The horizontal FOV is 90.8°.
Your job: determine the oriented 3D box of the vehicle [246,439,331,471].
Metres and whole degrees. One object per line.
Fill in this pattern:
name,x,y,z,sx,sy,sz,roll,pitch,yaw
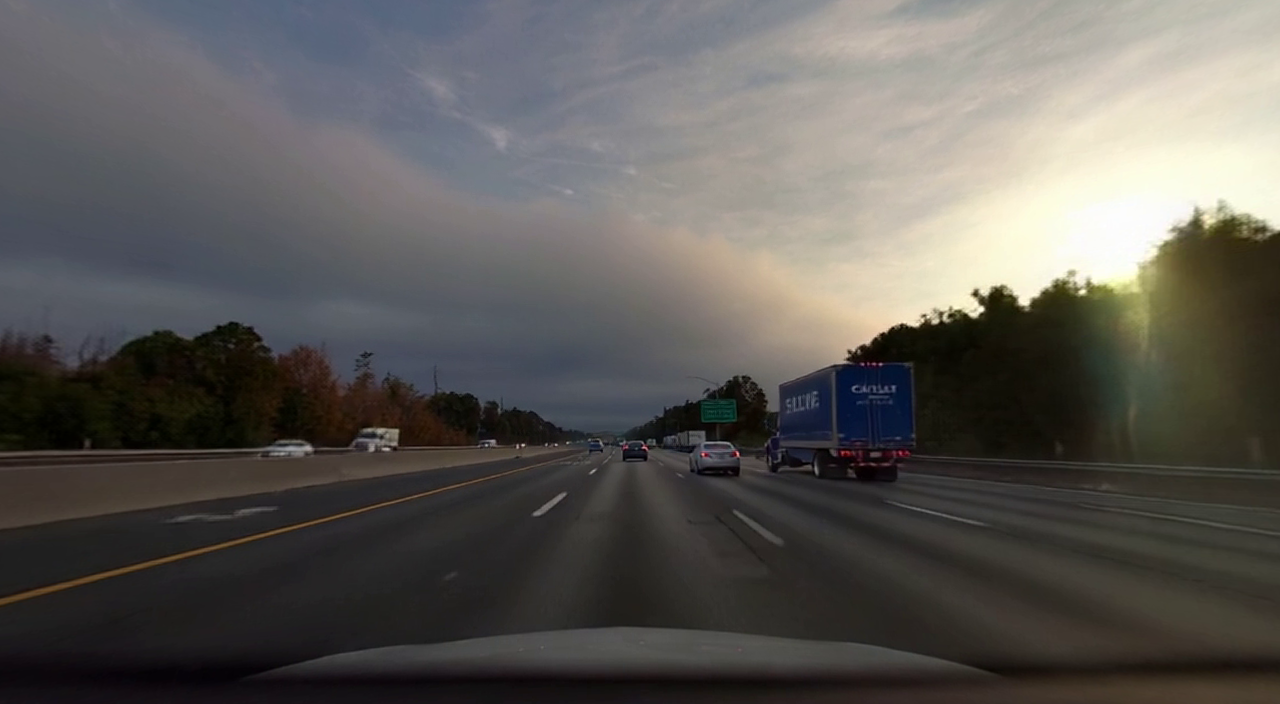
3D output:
vehicle,-17.807,5.229,32.281,1.835,1.470,4.460,0,-9,-1

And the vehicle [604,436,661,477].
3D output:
vehicle,-0.330,4.110,25.044,2.098,1.475,3.997,0,-9,-2

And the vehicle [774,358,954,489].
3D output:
vehicle,7.225,2.635,22.139,2.799,3.655,8.627,0,-9,-2

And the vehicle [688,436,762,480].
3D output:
vehicle,3.110,4.006,24.156,1.993,1.504,4.781,0,-9,-2
